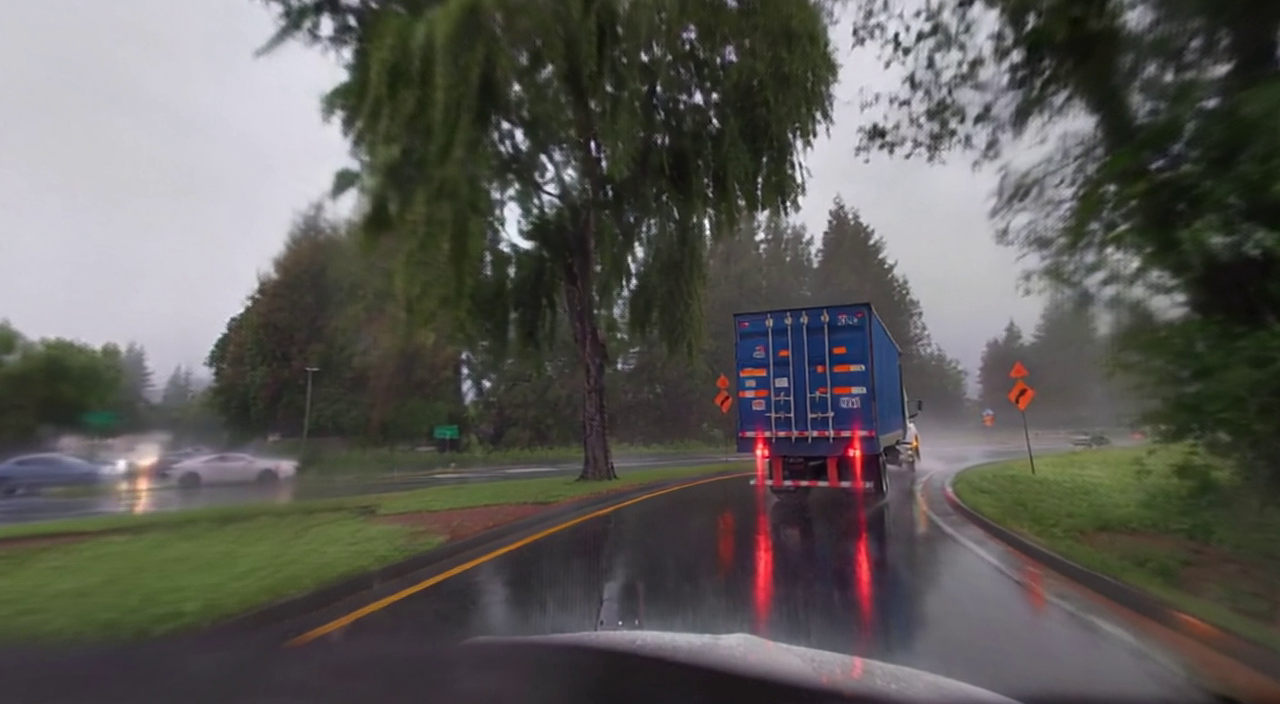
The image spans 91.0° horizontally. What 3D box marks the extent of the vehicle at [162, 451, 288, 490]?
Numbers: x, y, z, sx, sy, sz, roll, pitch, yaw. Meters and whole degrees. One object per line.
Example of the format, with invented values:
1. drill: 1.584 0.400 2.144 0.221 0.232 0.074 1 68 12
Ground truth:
1. vehicle: -17.827 5.051 27.111 4.350 1.410 1.726 5 -10 -37

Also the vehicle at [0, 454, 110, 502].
1. vehicle: -22.645 4.607 23.175 4.578 1.573 1.806 6 -11 -42

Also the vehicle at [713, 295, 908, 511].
1. vehicle: 4.711 1.472 15.431 2.937 3.647 9.344 -4 -9 24
